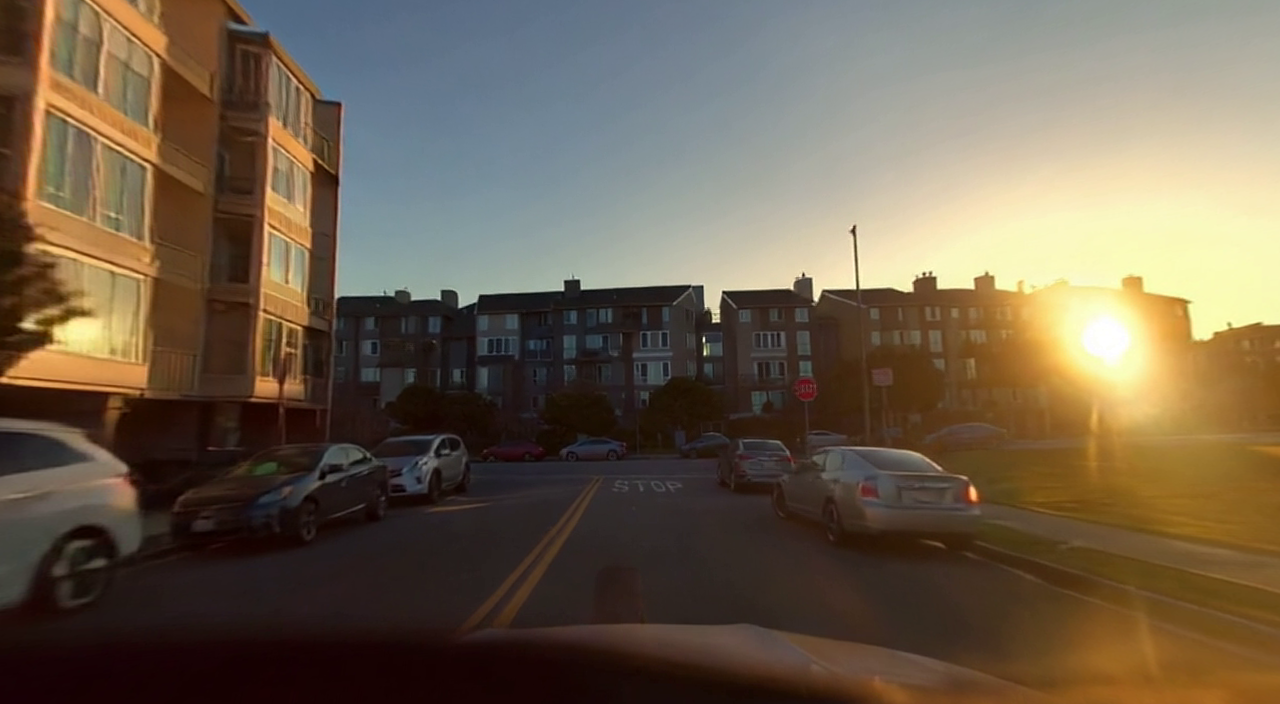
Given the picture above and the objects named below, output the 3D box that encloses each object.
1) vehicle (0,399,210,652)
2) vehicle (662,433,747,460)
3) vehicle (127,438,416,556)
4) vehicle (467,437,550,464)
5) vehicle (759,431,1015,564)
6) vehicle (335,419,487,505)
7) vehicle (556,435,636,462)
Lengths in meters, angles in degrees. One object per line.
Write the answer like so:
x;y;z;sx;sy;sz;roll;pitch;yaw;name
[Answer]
-5.570;1.208;4.330;2.075;1.774;4.596;0;-8;-2;vehicle
3.670;5.470;36.647;4.681;1.480;1.817;0;-8;-3;vehicle
-5.578;2.199;10.472;2.129;1.505;4.510;0;-8;-1;vehicle
-7.443;5.623;36.146;4.423;1.449;1.813;1;-8;-5;vehicle
3.250;1.974;9.442;1.919;1.490;4.339;0;-8;-2;vehicle
-5.865;2.895;17.211;2.208;1.903;6.040;1;-8;-4;vehicle
-2.525;5.563;36.454;4.489;1.470;1.776;1;-8;-3;vehicle
